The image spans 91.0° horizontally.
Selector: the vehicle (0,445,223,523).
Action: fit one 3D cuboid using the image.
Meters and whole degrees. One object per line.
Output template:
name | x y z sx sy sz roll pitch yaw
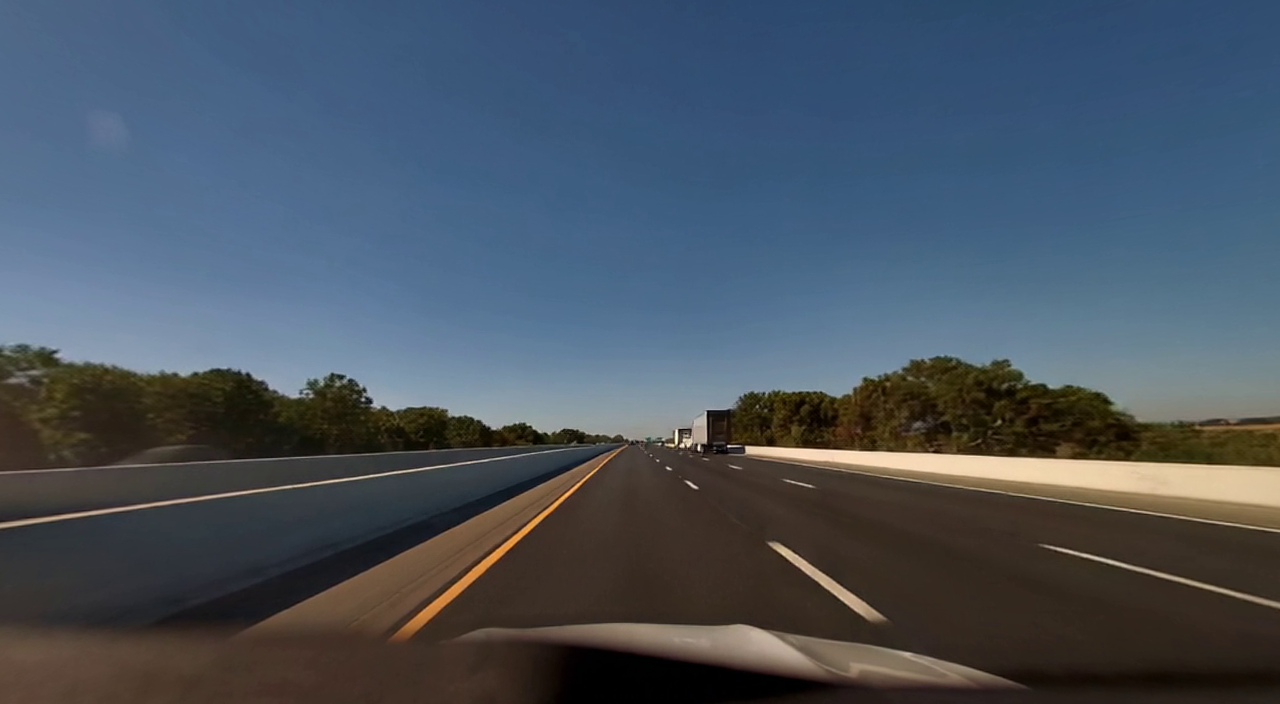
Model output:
vehicle | -11.723 2.855 14.213 1.939 1.470 3.994 0 -8 -1
